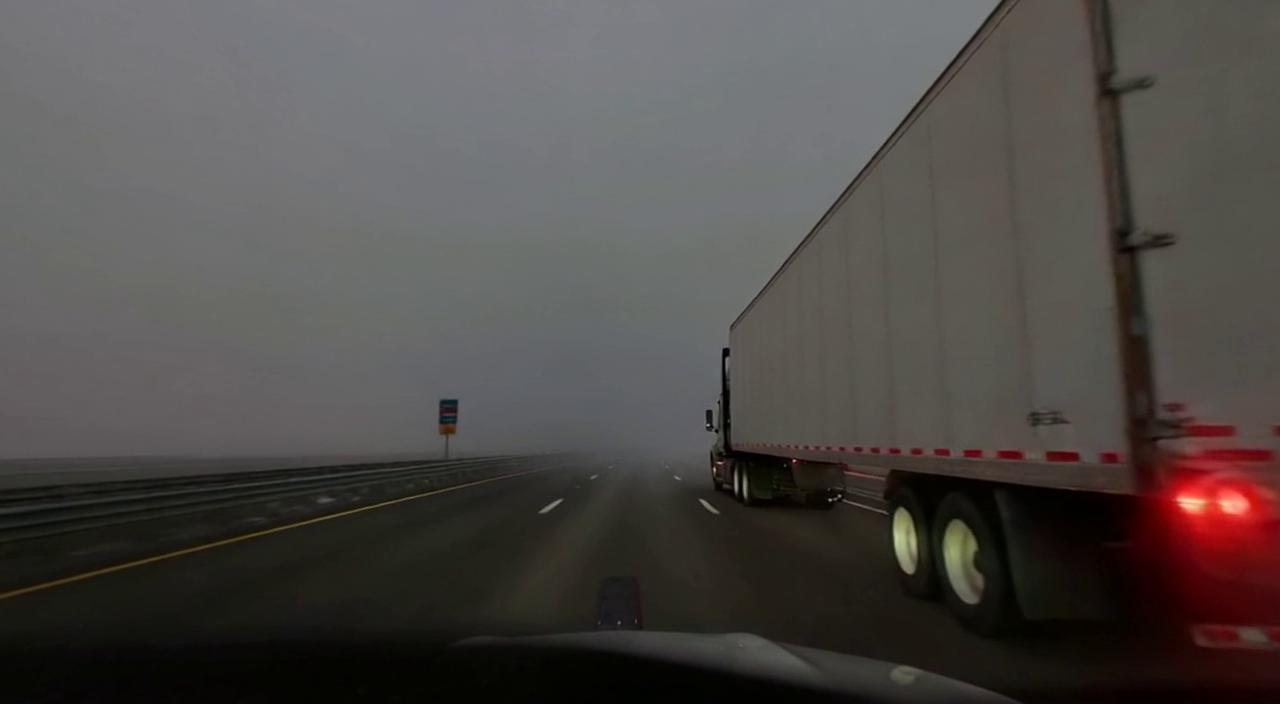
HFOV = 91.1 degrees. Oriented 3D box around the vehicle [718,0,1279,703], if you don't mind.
[{"bbox_3d":[3.806,0.745,9.693,3.244,4.020,14.561,0,-9,0],"label":"vehicle"}]
